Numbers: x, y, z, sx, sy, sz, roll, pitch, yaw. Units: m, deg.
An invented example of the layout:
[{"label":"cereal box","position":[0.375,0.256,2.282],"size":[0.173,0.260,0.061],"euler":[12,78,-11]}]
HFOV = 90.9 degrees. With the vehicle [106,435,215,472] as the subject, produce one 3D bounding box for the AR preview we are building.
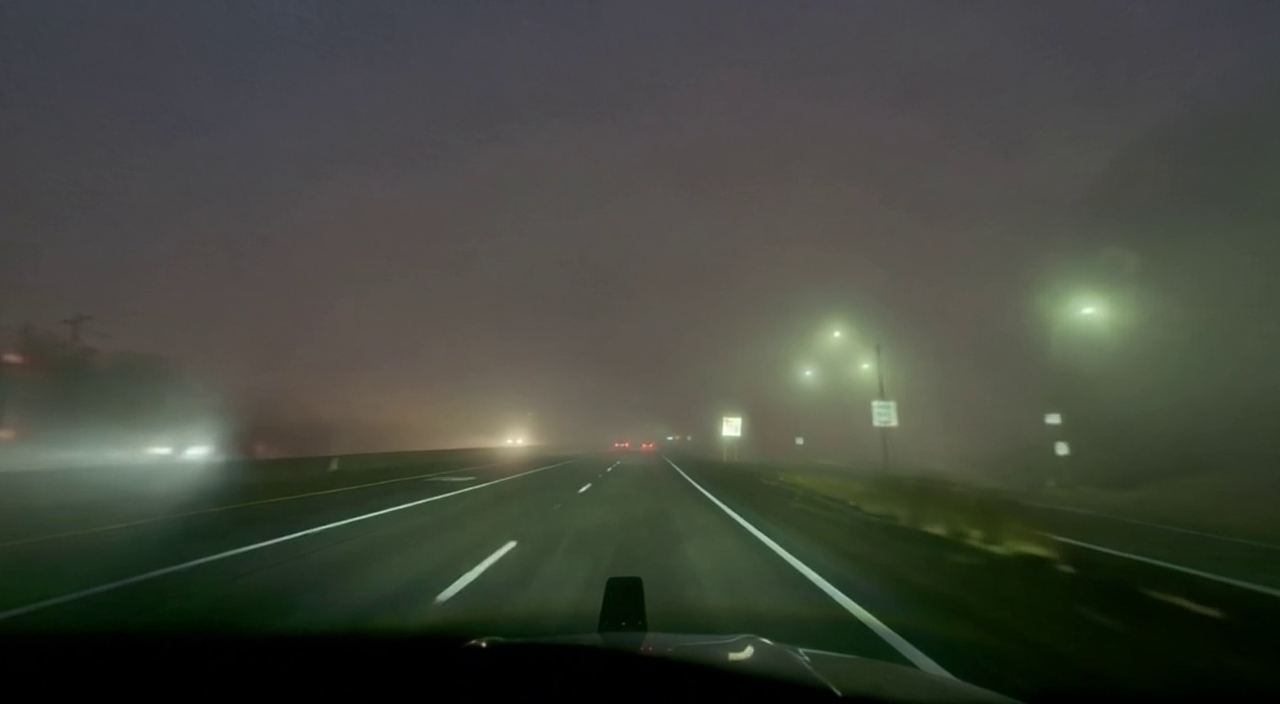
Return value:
[{"label":"vehicle","position":[-19.924,4.218,26.407],"size":[1.576,1.420,3.686],"euler":[0,-9,1]}]
